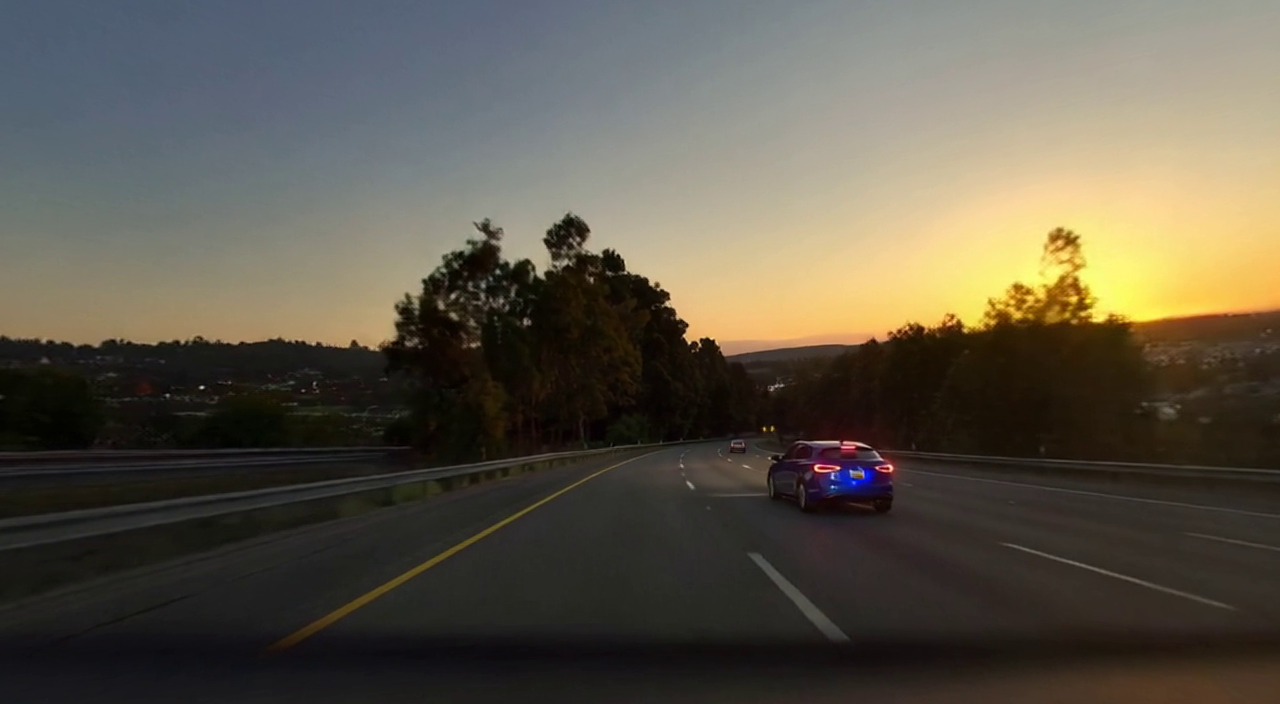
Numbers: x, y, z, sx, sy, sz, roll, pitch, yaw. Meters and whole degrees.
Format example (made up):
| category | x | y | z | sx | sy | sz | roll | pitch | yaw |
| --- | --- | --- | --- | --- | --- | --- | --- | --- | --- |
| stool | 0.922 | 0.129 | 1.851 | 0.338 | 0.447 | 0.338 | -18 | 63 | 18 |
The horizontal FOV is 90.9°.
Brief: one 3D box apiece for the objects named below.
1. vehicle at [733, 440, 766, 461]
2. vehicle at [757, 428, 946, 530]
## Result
| category | x | y | z | sx | sy | sz | roll | pitch | yaw |
| --- | --- | --- | --- | --- | --- | --- | --- | --- | --- |
| vehicle | 8.272 | 7.494 | 47.942 | 1.924 | 1.479 | 4.054 | -1 | -8 | 2 |
| vehicle | 3.682 | 2.292 | 11.984 | 2.050 | 1.546 | 4.344 | 0 | -8 | 0 |
